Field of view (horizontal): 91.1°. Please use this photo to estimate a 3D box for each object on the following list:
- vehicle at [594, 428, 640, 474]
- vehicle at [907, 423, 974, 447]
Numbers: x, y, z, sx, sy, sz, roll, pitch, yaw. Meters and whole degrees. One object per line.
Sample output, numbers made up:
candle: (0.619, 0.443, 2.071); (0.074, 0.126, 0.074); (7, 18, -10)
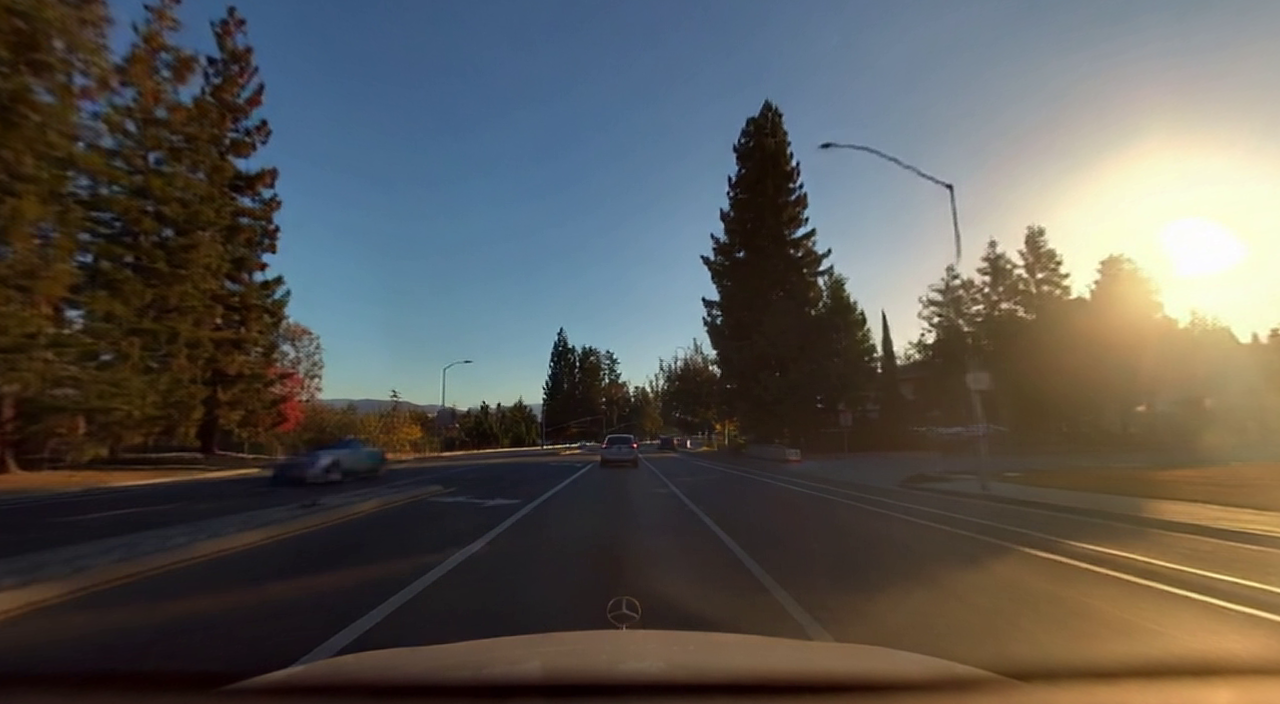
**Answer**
vehicle: (-1.046, 4.724, 30.180); (2.072, 2.002, 4.391); (0, -8, -1)
vehicle: (21.759, 6.073, 45.642); (1.826, 1.621, 4.546); (2, -9, -15)
